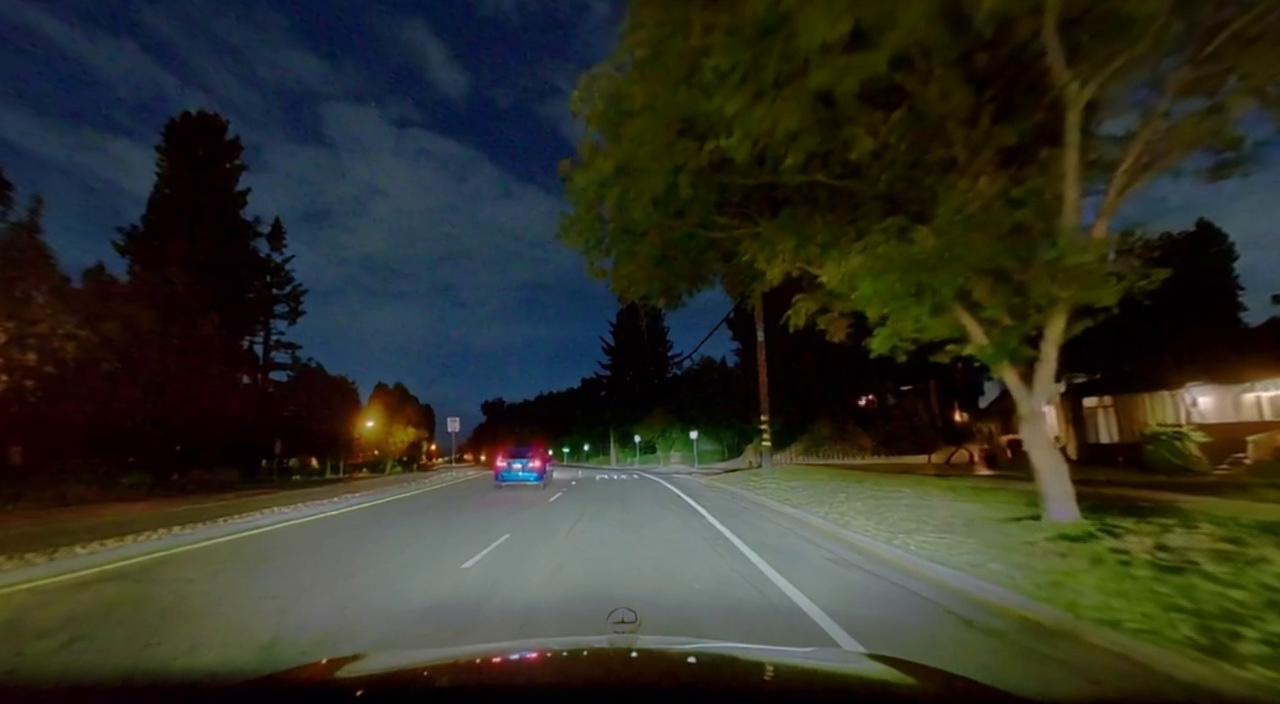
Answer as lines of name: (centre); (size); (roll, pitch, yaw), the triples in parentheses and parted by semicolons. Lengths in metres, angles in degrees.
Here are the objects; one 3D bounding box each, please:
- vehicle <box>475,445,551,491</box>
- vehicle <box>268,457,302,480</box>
vehicle: (-4.515, 4.169, 23.144); (1.980, 1.508, 4.502); (0, -8, -2)
vehicle: (-28.004, 9.166, 49.950); (1.723, 1.569, 4.694); (3, -9, -22)
